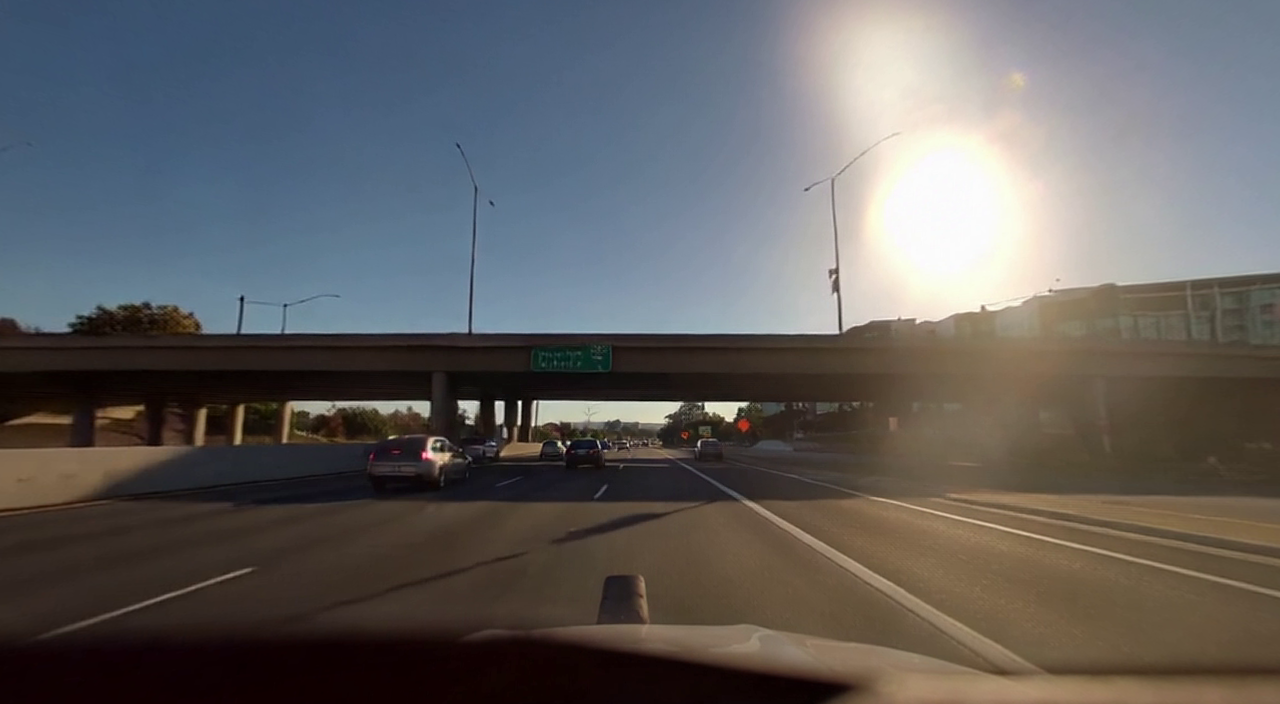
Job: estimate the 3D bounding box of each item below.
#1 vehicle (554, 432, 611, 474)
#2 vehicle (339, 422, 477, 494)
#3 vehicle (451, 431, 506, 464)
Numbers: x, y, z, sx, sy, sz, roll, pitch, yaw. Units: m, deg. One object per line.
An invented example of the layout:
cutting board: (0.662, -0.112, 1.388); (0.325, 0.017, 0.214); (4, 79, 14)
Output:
vehicle: (-2.411, 4.390, 27.690); (2.027, 1.697, 4.307); (0, -8, 1)
vehicle: (-6.318, 2.955, 17.935); (2.015, 1.762, 4.790); (0, -8, 1)
vehicle: (-9.449, 5.640, 37.385); (1.969, 1.759, 4.758); (0, -8, 1)
